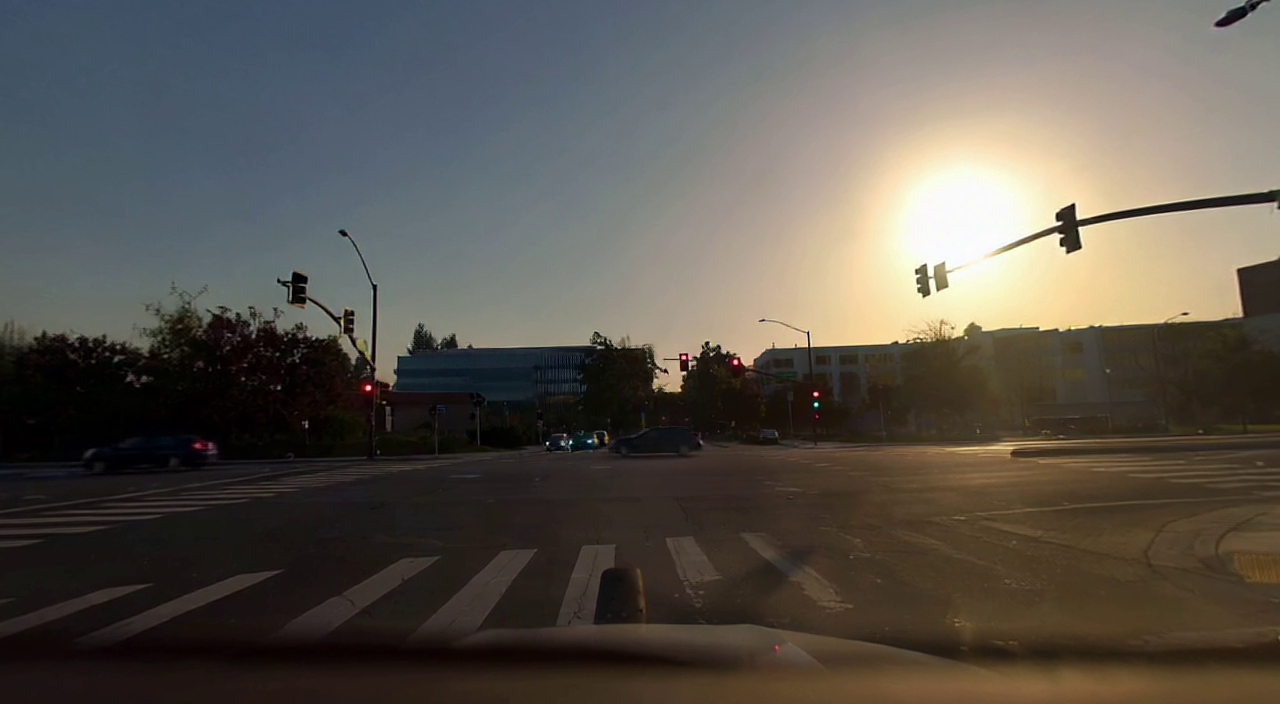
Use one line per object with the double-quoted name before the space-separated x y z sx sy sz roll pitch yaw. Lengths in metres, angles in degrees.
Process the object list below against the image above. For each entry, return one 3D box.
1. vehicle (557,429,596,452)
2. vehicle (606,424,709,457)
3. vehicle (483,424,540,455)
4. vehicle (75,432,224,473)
"vehicle" -4.351 6.158 43.761 1.919 1.467 4.086 -1 -9 6
"vehicle" 0.766 4.095 29.106 4.510 1.431 1.884 1 -9 -8
"vehicle" -8.236 5.736 40.909 2.000 1.864 5.044 -1 -9 7
"vehicle" -20.223 4.154 26.196 4.407 1.569 1.859 2 -9 -11
